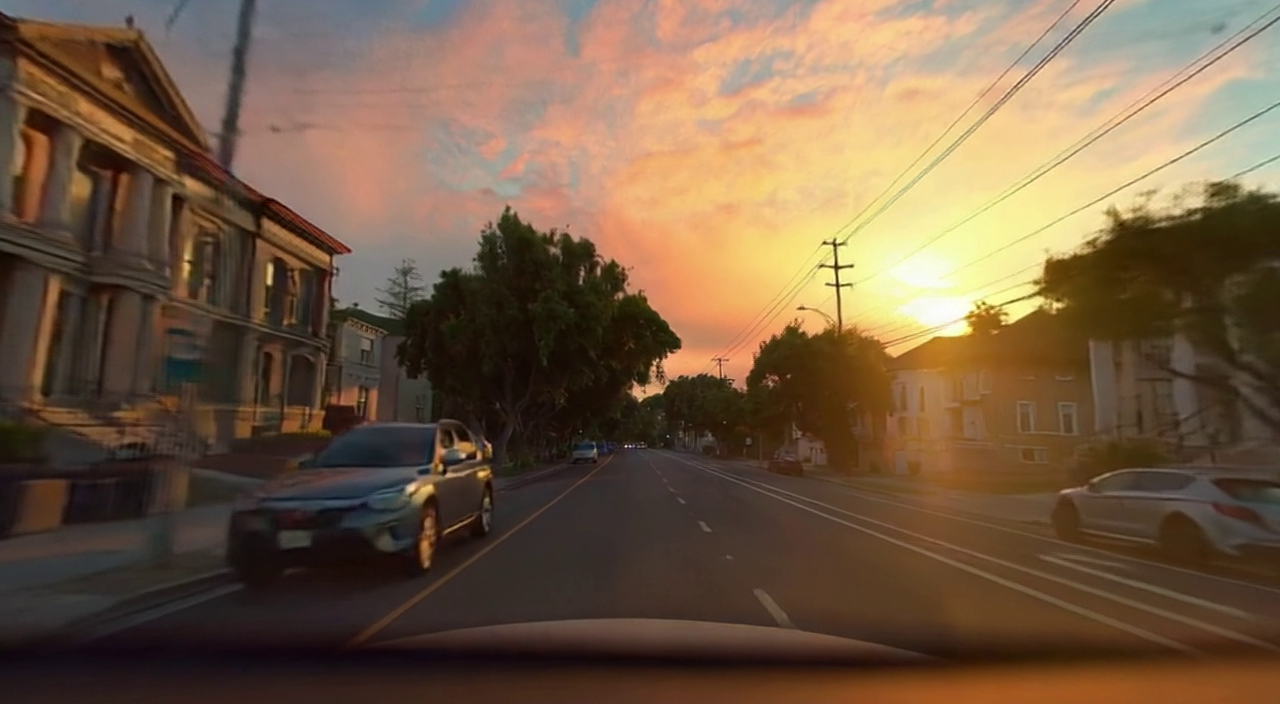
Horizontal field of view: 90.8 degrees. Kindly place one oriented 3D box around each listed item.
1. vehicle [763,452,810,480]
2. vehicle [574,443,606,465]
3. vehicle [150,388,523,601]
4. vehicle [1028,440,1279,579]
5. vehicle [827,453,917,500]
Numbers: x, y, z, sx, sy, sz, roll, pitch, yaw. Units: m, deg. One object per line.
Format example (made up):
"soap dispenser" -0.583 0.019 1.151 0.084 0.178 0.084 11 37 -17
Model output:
"vehicle" 9.464 7.374 41.147 1.930 1.456 4.511 8 -9 2
"vehicle" -3.622 7.525 46.769 2.021 1.475 4.523 0 -9 0
"vehicle" -3.285 1.711 8.593 2.290 1.924 5.536 0 -9 0
"vehicle" 9.610 2.711 11.448 2.156 1.882 4.790 8 -9 1
"vehicle" 9.607 5.152 26.614 1.977 1.495 4.800 8 -9 1
